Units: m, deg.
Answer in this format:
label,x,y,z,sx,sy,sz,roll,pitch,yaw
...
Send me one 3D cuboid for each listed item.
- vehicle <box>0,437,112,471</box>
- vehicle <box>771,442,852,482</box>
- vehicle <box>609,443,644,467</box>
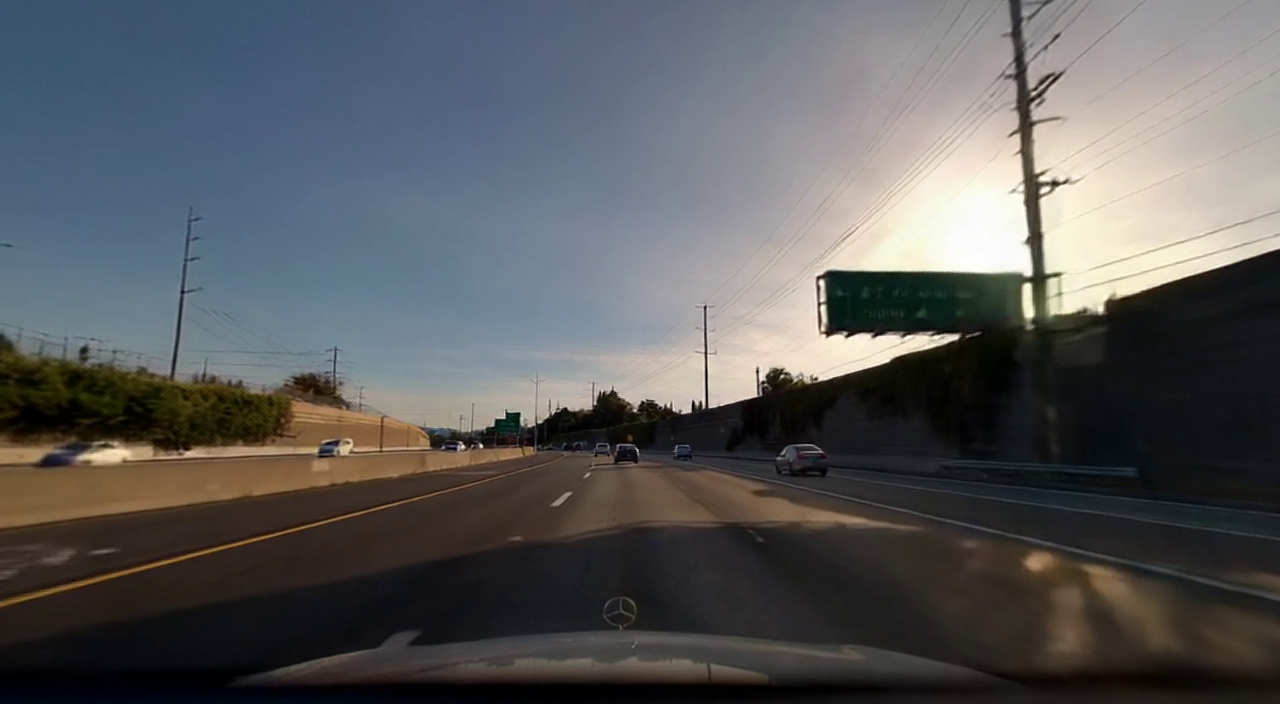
label,x,y,z,sx,sy,sz,roll,pitch,yaw
vehicle,-31.768,5.562,34.581,2.011,1.716,4.501,0,-9,-3
vehicle,6.721,4.344,25.249,1.876,1.451,4.154,0,-9,-3
vehicle,-0.908,6.668,41.053,2.109,1.489,4.027,1,-8,-4
